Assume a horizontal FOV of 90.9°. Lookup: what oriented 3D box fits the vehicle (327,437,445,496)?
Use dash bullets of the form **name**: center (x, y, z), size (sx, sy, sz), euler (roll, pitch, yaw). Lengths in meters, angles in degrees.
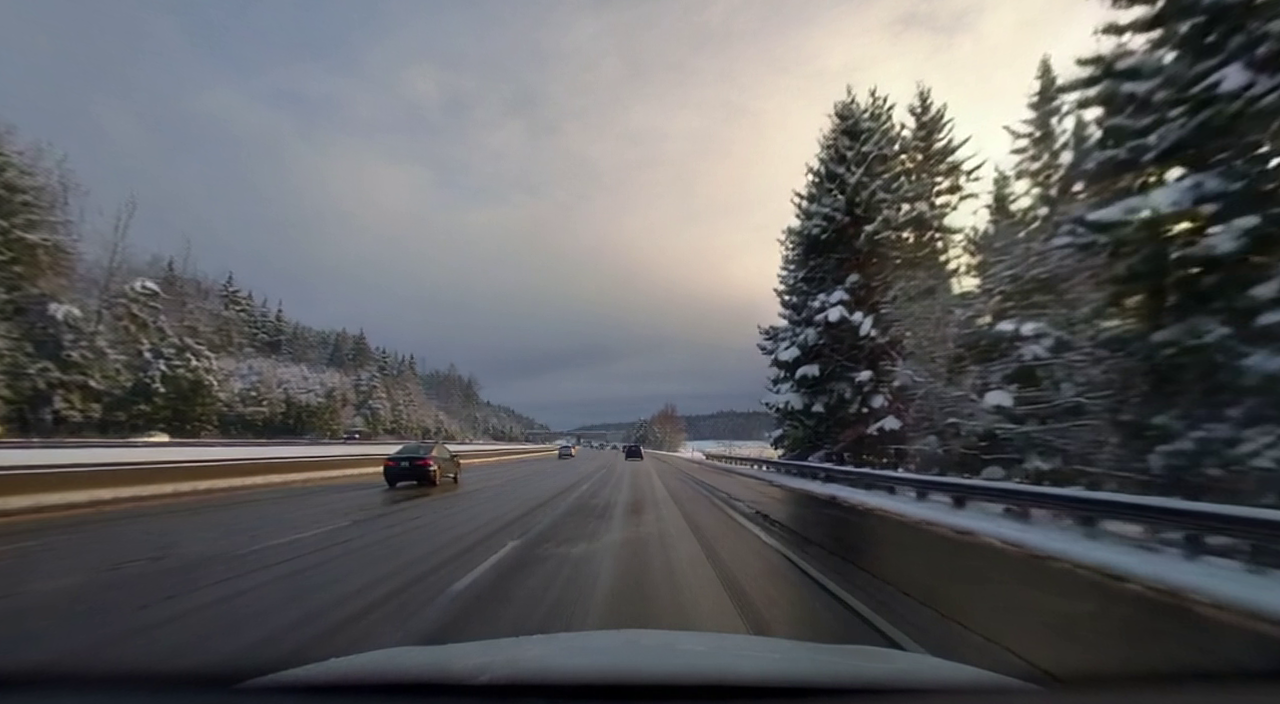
- **vehicle**: center (-7.551, 3.424, 19.239), size (1.972, 1.603, 3.891), euler (0, -8, 0)
